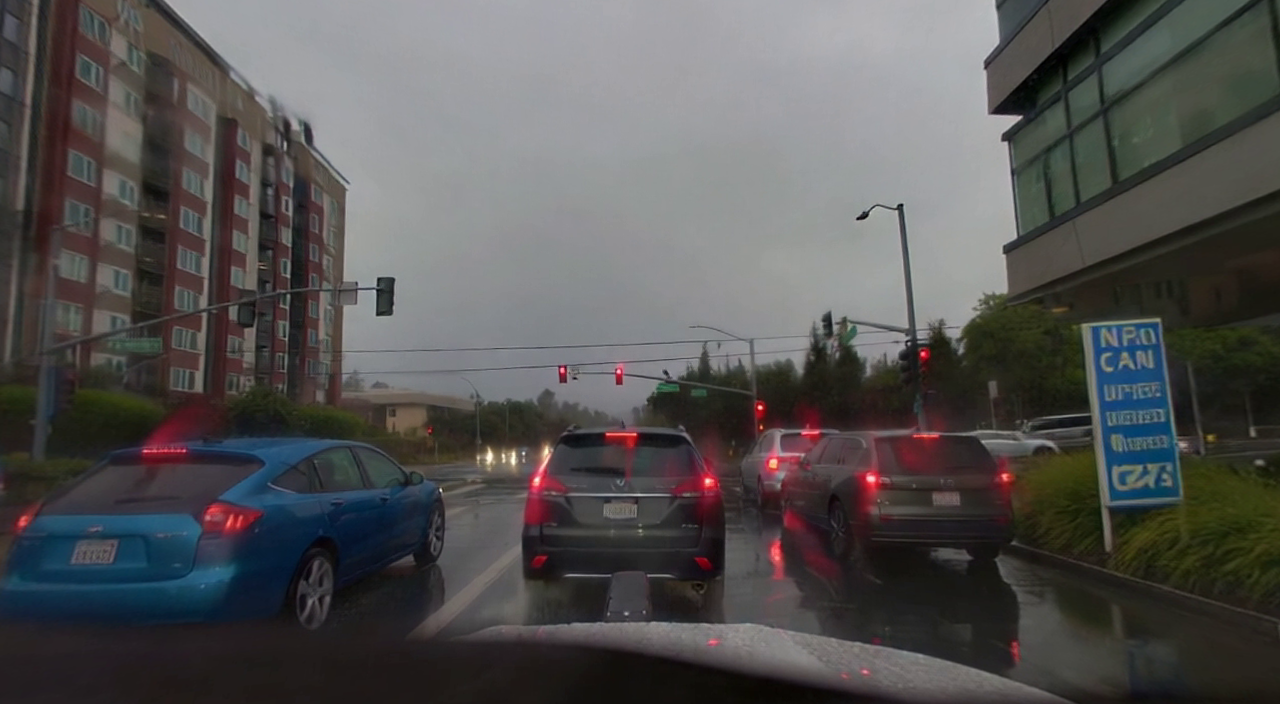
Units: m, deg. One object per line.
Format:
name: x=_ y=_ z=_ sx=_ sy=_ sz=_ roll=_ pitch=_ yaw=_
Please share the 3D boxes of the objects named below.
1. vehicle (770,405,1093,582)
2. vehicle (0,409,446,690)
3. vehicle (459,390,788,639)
vehicle: x=3.217 y=1.666 z=8.256 sx=2.004 sy=1.646 sz=4.554 roll=0 pitch=-8 yaw=0
vehicle: x=-3.550 y=1.423 z=5.823 sx=1.906 sy=1.524 sz=4.547 roll=0 pitch=-8 yaw=2
vehicle: x=-0.128 y=1.408 z=6.437 sx=2.195 sy=1.662 sz=4.262 roll=0 pitch=-8 yaw=-1
